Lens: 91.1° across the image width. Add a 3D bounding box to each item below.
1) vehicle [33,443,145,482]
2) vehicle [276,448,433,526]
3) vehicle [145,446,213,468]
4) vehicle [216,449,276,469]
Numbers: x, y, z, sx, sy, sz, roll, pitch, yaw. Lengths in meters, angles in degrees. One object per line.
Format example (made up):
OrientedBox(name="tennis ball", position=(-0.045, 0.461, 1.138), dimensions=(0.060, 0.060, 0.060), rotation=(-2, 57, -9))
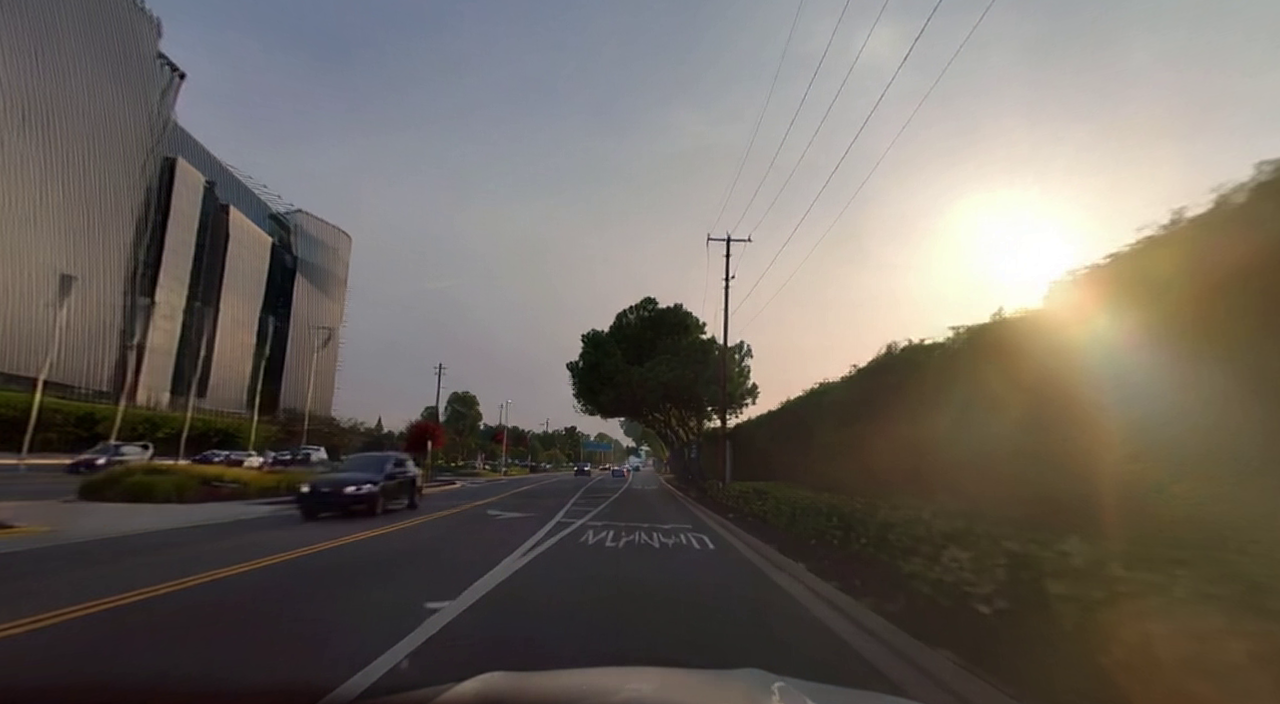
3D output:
OrientedBox(name="vehicle", position=(-26.152, 5.246, 29.822), dimensions=(4.630, 1.710, 2.035), rotation=(-4, -11, 23))
OrientedBox(name="vehicle", position=(-6.376, 3.075, 14.569), dimensions=(1.922, 1.540, 3.771), rotation=(1, -11, -2))
OrientedBox(name="vehicle", position=(-32.684, 7.453, 44.527), dimensions=(3.977, 1.439, 1.775), rotation=(-3, -11, 20))
OrientedBox(name="vehicle", position=(-30.851, 8.405, 49.174), dimensions=(3.795, 1.474, 1.828), rotation=(-3, -11, 18))
